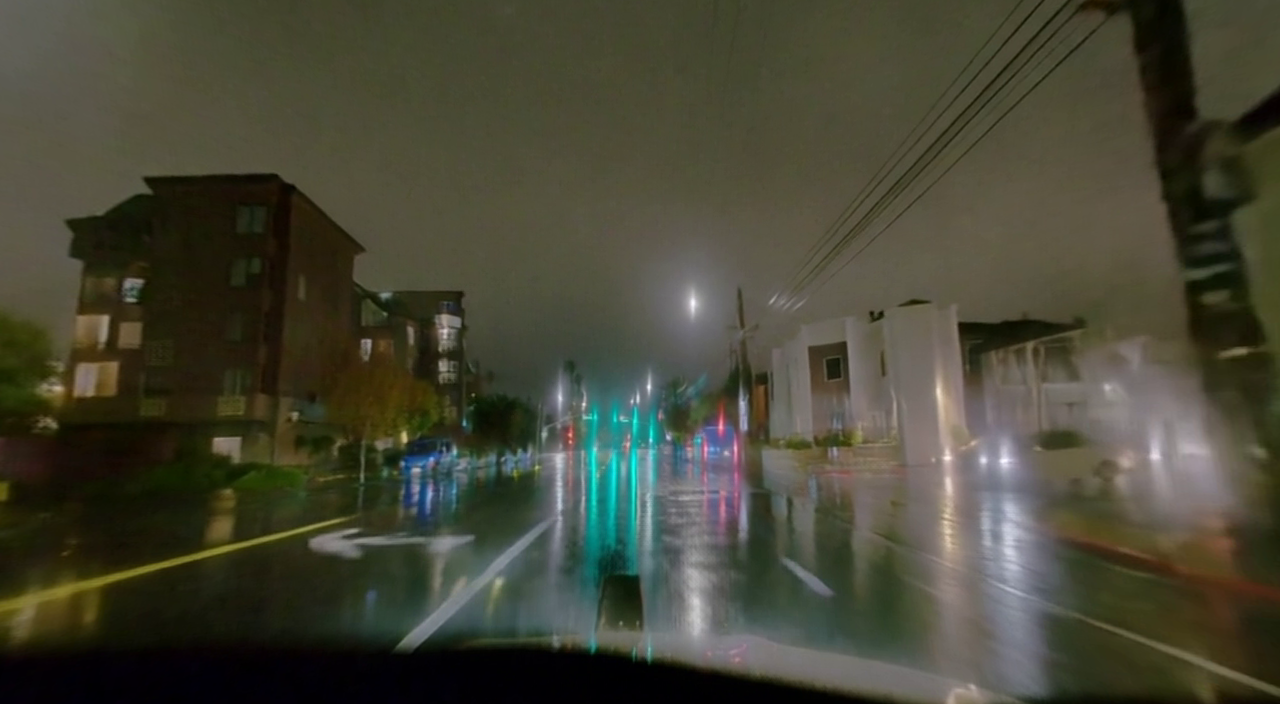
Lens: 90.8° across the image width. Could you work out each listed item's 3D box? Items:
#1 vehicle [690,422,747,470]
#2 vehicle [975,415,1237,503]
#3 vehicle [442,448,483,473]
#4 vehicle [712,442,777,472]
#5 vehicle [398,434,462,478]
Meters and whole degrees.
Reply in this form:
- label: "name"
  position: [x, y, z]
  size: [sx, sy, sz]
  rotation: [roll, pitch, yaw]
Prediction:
- label: "vehicle"
  position: [4.671, 5.743, 38.686]
  size: [2.414, 2.670, 5.833]
  rotation: [1, -8, -3]
- label: "vehicle"
  position: [12.067, 2.710, 16.491]
  size: [5.666, 1.871, 2.216]
  rotation: [0, -8, -14]
- label: "vehicle"
  position: [-12.644, 7.704, 45.213]
  size: [1.892, 1.472, 4.523]
  rotation: [-2, -7, -3]
- label: "vehicle"
  position: [5.409, 5.470, 33.179]
  size: [1.848, 1.468, 4.332]
  rotation: [2, -9, -12]
- label: "vehicle"
  position: [-12.835, 6.339, 39.009]
  size: [2.164, 2.386, 5.460]
  rotation: [-2, -7, -1]
